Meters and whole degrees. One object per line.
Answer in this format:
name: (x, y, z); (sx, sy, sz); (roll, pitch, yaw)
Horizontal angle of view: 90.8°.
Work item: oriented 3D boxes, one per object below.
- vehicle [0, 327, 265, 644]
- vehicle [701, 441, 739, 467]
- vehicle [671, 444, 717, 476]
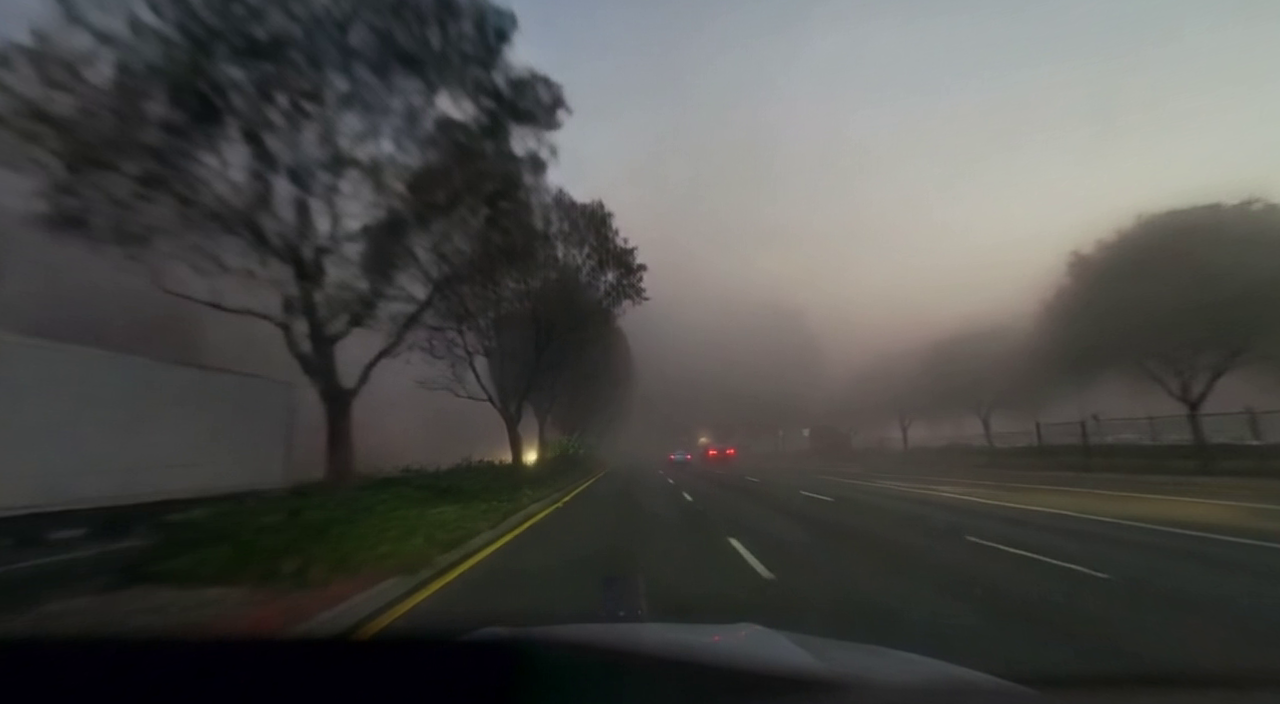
vehicle: (-5.640, 0.929, 4.375); (2.425, 2.167, 5.888); (0, -9, 0)
vehicle: (5.727, 7.347, 45.601); (1.946, 1.773, 4.641); (0, -9, -2)
vehicle: (2.777, 5.694, 33.599); (1.917, 1.538, 4.259); (0, -9, -2)
